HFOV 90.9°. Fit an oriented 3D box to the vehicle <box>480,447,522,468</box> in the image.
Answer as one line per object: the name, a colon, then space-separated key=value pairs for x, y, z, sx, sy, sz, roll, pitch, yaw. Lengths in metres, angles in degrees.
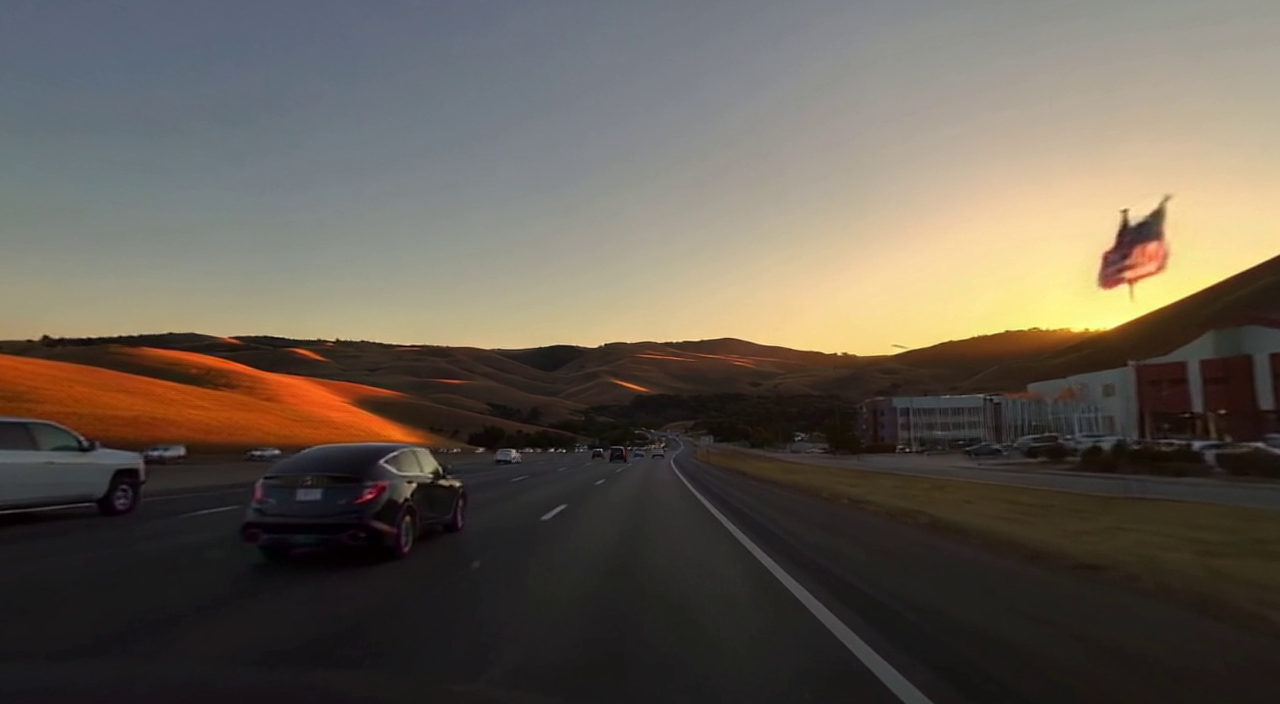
vehicle: x=-10.230 y=7.799 z=46.834 sx=1.927 sy=1.454 sz=4.395 roll=-1 pitch=-8 yaw=3

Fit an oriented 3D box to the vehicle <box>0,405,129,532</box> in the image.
vehicle: x=-11.137 y=1.769 z=9.446 sx=2.284 sy=1.966 sz=5.406 roll=-1 pitch=-8 yaw=2

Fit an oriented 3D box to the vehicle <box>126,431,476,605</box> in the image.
vehicle: x=-3.509 y=1.760 z=7.641 sx=1.896 sy=1.491 sz=4.146 roll=0 pitch=-8 yaw=0
